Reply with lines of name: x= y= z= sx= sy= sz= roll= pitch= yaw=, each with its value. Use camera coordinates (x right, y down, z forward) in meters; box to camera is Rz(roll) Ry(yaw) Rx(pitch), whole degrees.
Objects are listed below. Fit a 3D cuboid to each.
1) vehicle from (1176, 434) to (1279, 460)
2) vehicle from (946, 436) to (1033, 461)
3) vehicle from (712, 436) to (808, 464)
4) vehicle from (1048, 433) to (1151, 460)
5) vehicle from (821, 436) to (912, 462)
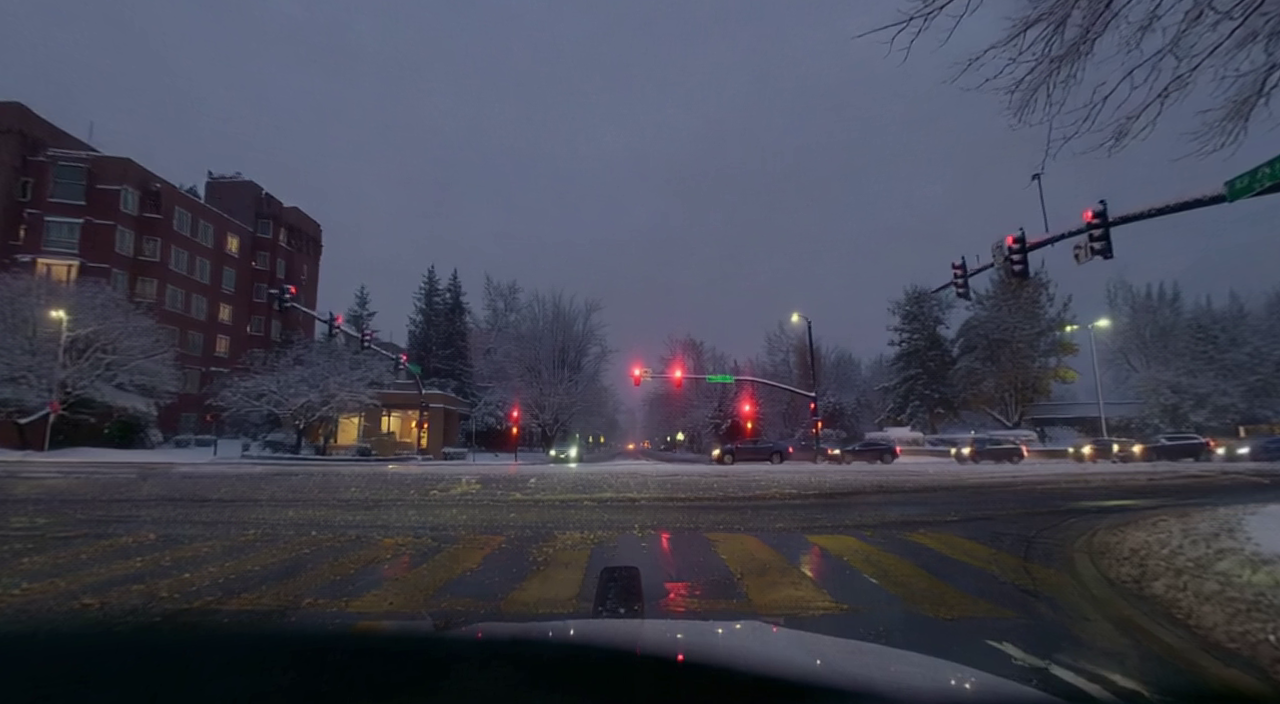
vehicle: x=34.431 y=5.504 z=36.720 sx=4.724 sy=1.452 sz=1.870 roll=0 pitch=-9 yaw=0
vehicle: x=22.081 y=6.110 z=40.033 sx=4.443 sy=1.472 sz=1.794 roll=0 pitch=-9 yaw=1
vehicle: x=6.248 y=5.157 z=33.226 sx=4.629 sy=1.423 sz=1.833 roll=0 pitch=-9 yaw=0
vehicle: x=26.545 y=5.498 z=36.593 sx=4.519 sy=1.476 sz=1.767 roll=0 pitch=-9 yaw=1
vehicle: x=13.187 y=5.659 z=36.975 sx=4.631 sy=1.435 sz=1.715 roll=0 pitch=-9 yaw=0
